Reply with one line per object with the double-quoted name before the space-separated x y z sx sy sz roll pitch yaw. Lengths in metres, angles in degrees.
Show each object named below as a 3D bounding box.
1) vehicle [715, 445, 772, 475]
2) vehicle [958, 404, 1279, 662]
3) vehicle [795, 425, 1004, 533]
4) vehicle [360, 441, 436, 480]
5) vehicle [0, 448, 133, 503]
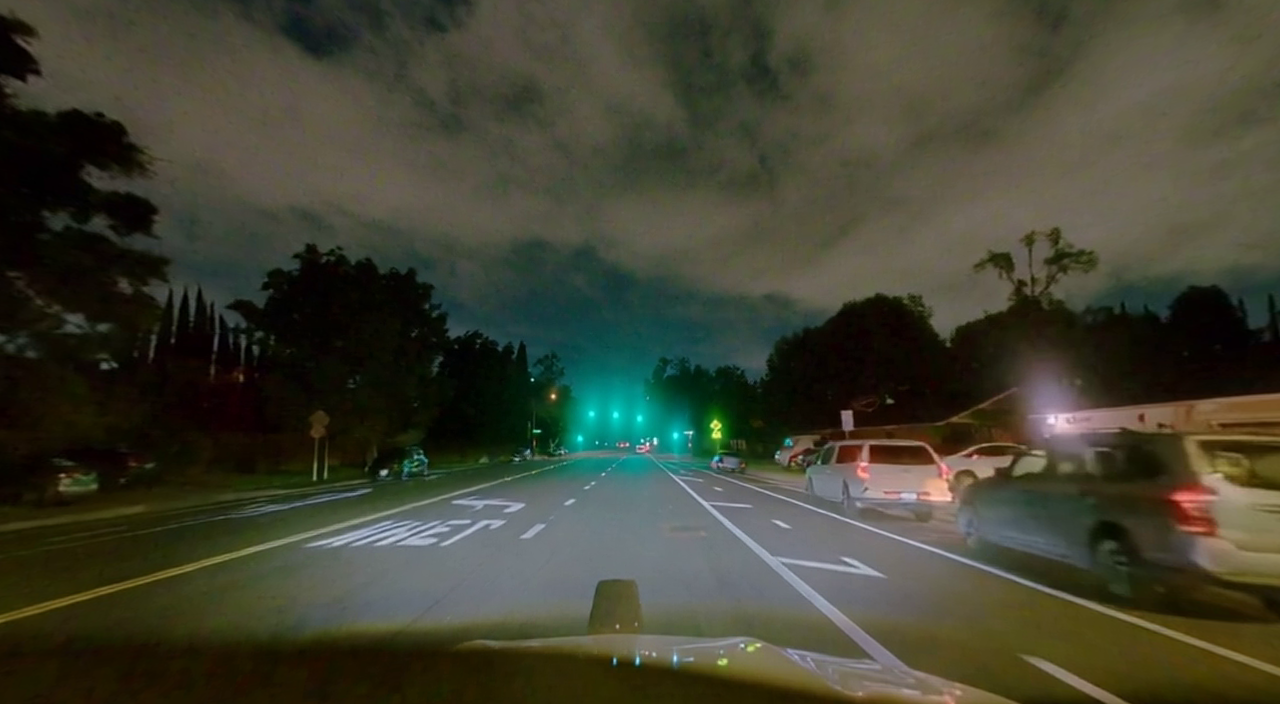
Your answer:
"vehicle" 5.294 5.584 32.800 2.002 1.461 4.673 1 -9 -2
"vehicle" 5.393 1.516 6.154 2.164 1.729 4.488 0 -9 -1
"vehicle" 5.186 2.607 13.590 2.171 1.798 5.040 3 -9 -3
"vehicle" -11.928 5.411 31.401 2.061 1.760 4.569 -1 -9 -2
"vehicle" -17.692 3.519 18.137 4.349 1.457 1.997 0 -9 0
